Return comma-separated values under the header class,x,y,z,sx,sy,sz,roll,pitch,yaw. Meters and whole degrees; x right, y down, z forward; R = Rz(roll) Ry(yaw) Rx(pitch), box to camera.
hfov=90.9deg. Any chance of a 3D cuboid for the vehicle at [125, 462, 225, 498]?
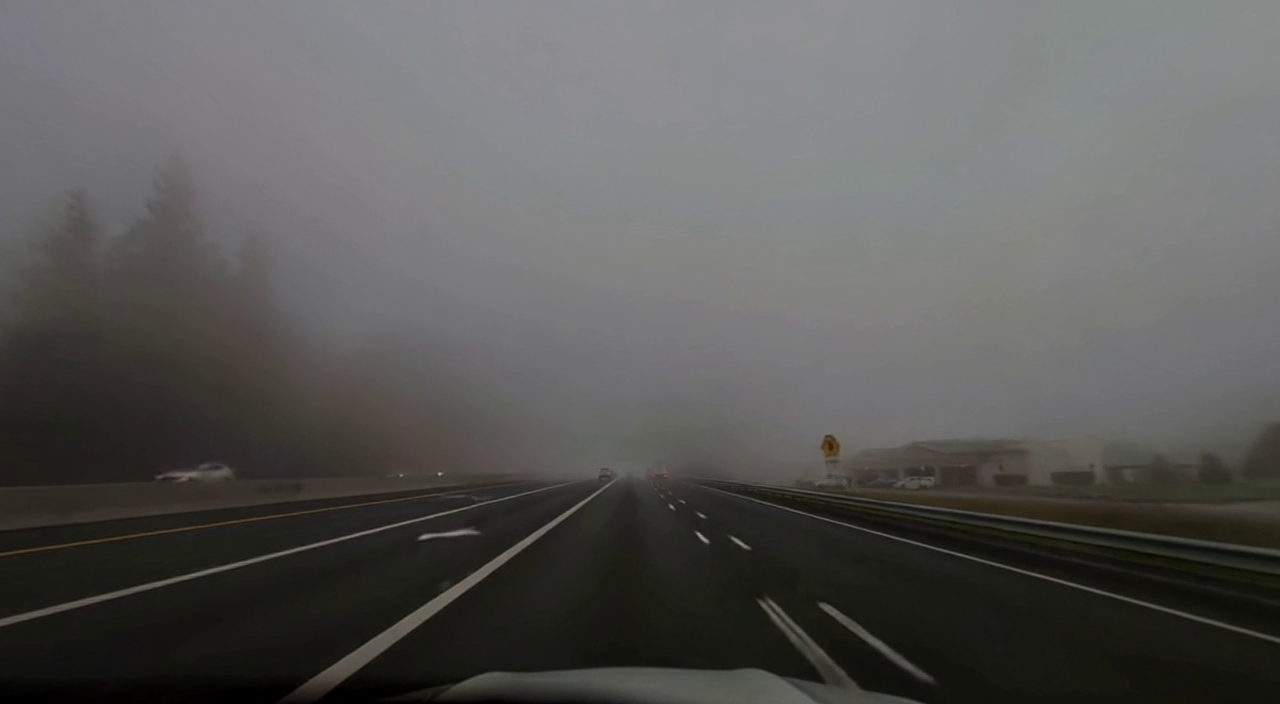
class,x,y,z,sx,sy,sz,roll,pitch,yaw
vehicle,-26.878,7.390,36.673,2.090,1.903,4.812,1,-10,-1
